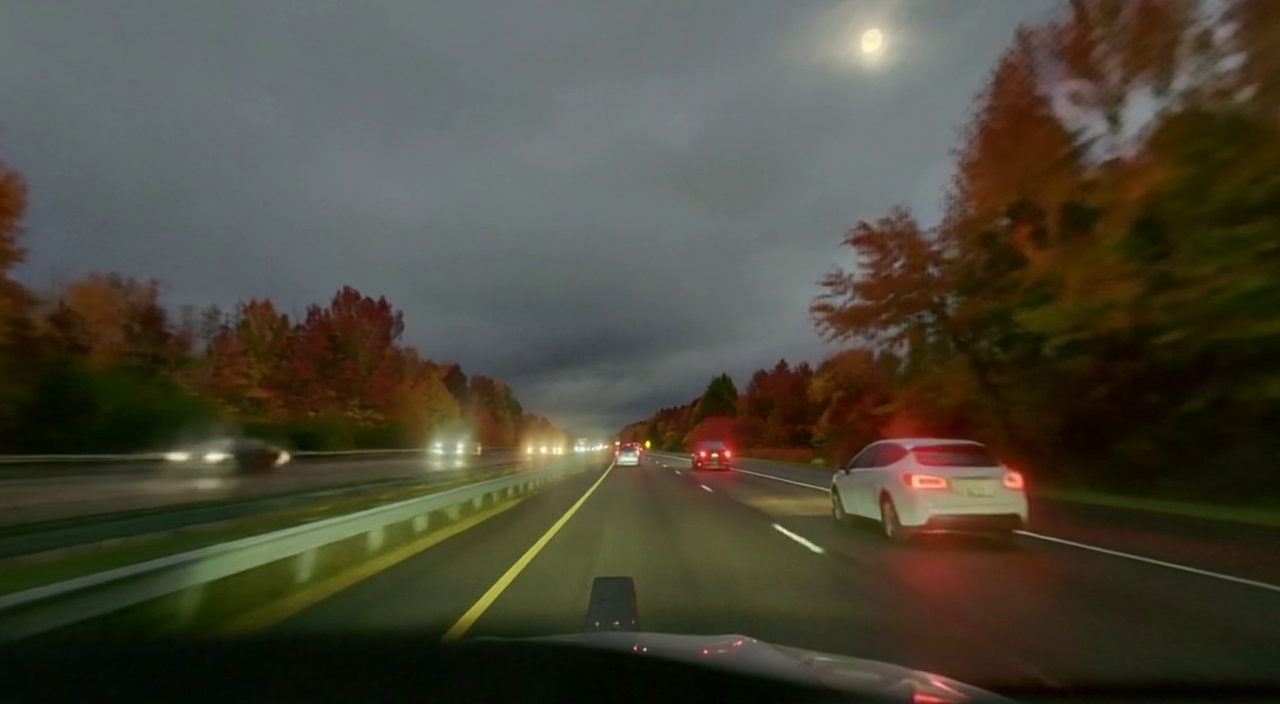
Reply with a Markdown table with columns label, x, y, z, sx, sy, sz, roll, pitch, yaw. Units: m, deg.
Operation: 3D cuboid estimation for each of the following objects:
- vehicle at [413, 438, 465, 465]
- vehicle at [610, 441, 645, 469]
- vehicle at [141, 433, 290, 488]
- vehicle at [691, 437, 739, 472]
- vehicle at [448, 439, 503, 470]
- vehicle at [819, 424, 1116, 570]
| label | x | y | z | sx | sy | sz | roll | pitch | yaw |
| --- | --- | --- | --- | --- | --- | --- | --- | --- | --- |
| vehicle | -13.548 | 6.730 | 42.562 | 2.099 | 1.724 | 4.481 | 0 | -9 | 0 |
| vehicle | -0.772 | 6.610 | 40.271 | 2.151 | 1.693 | 4.201 | 0 | -9 | -1 |
| vehicle | -12.926 | 3.323 | 19.433 | 1.874 | 1.498 | 3.922 | 0 | -9 | 0 |
| vehicle | 3.899 | 5.416 | 33.291 | 1.982 | 1.745 | 4.151 | 0 | -9 | -1 |
| vehicle | -8.688 | 5.445 | 33.454 | 1.840 | 1.487 | 3.872 | 0 | -9 | 0 |
| vehicle | 4.051 | 1.842 | 8.675 | 1.968 | 1.513 | 3.911 | 0 | -9 | 0 |
